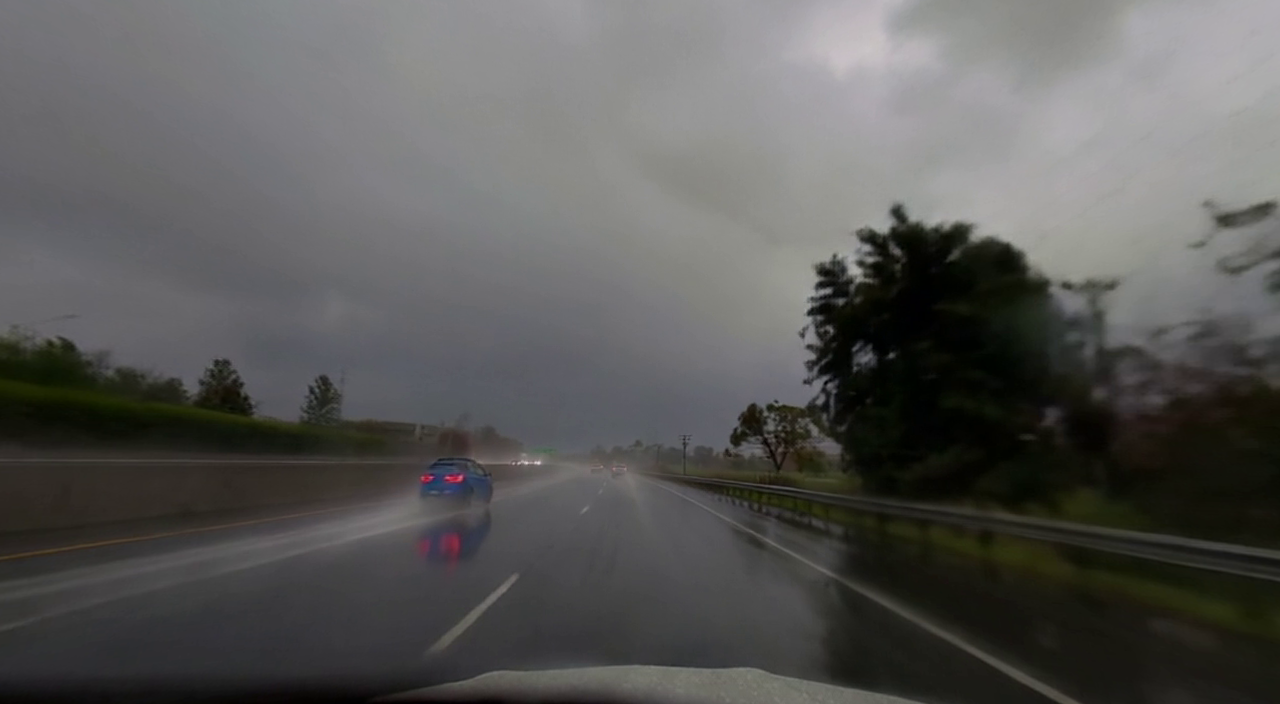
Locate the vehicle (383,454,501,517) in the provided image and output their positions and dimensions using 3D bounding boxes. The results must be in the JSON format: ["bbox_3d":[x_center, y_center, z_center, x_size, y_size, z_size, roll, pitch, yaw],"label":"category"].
[{"bbox_3d":[-6.015,4.123,19.834,2.194,1.704,4.421,1,-10,0],"label":"vehicle"}]
